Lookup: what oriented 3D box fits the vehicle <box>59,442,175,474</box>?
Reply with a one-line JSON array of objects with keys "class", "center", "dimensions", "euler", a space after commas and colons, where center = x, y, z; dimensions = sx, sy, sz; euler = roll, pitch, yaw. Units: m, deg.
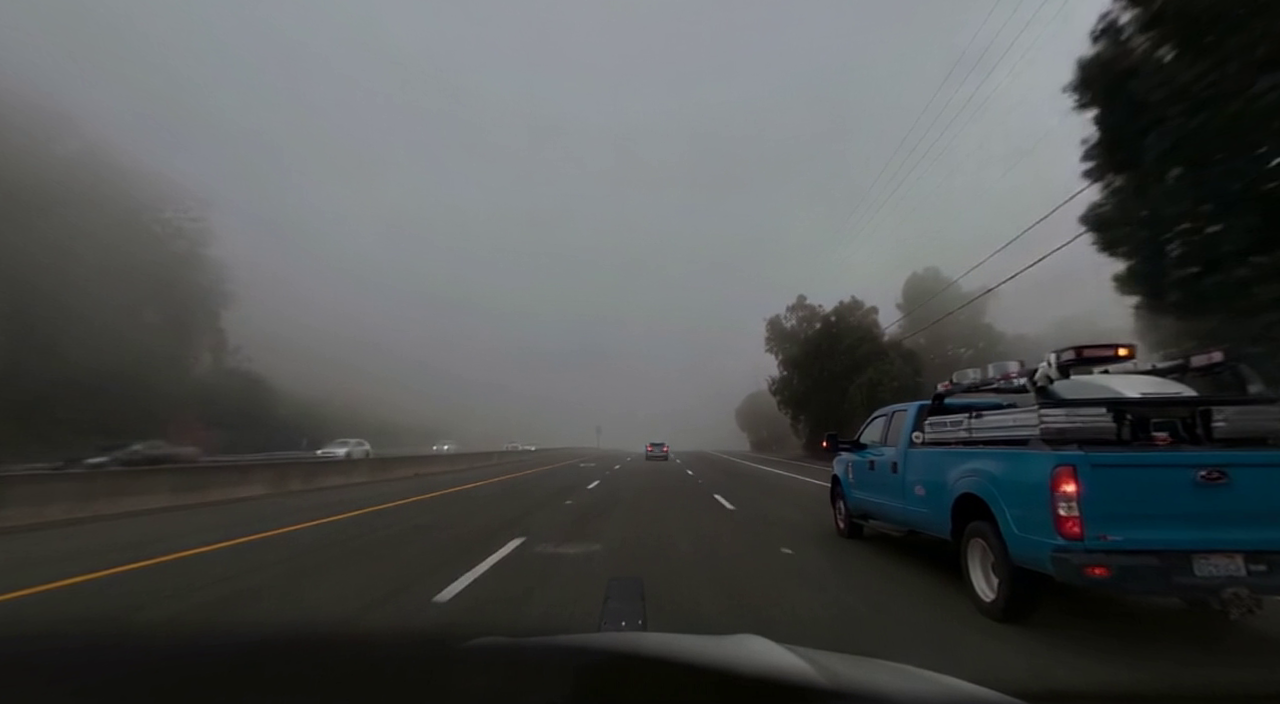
[{"class": "vehicle", "center": [-25.803, 5.234, 31.208], "dimensions": [1.834, 1.460, 4.512], "euler": [0, -9, 1]}]

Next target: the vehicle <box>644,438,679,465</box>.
[{"class": "vehicle", "center": [1.245, 6.088, 38.570], "dimensions": [2.034, 1.549, 4.147], "euler": [0, -9, 0]}]

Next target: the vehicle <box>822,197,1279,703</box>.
[{"class": "vehicle", "center": [3.773, 0.968, 5.358], "dimensions": [2.538, 2.228, 6.370], "euler": [0, -9, 0]}]

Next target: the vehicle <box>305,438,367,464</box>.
[{"class": "vehicle", "center": [-21.528, 7.032, 44.669], "dimensions": [1.929, 1.674, 4.486], "euler": [0, -9, 3]}]
